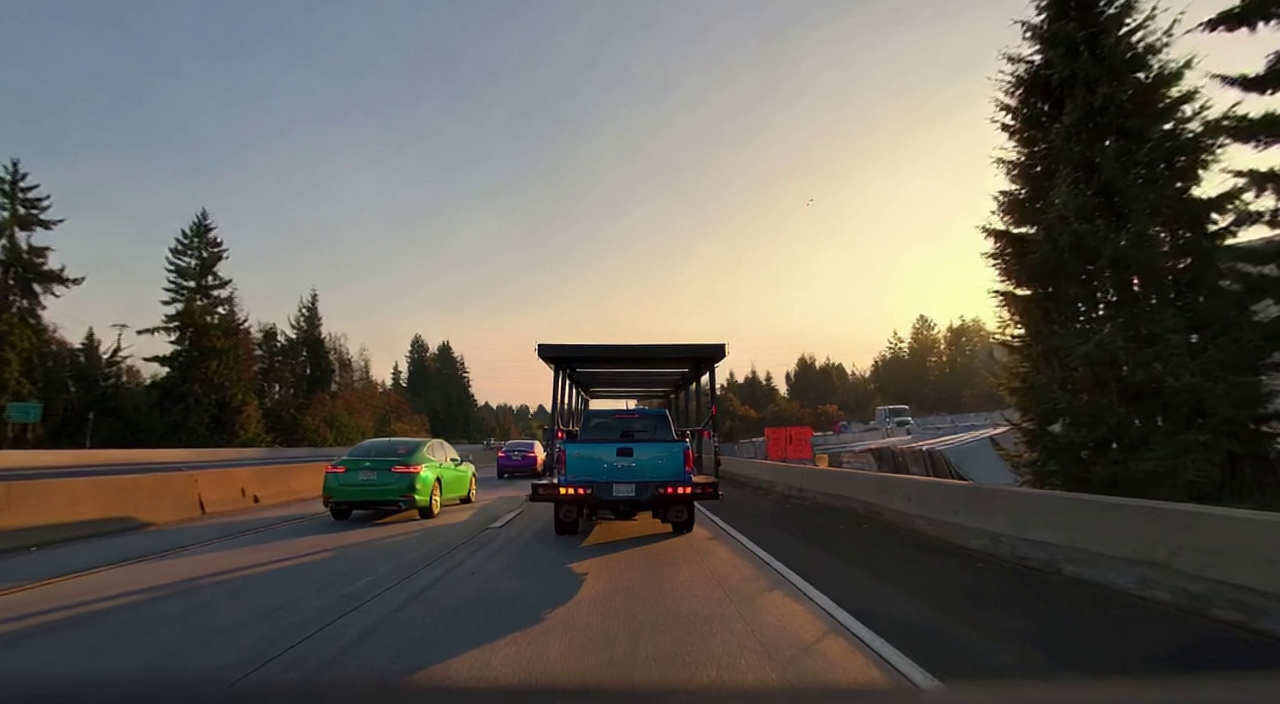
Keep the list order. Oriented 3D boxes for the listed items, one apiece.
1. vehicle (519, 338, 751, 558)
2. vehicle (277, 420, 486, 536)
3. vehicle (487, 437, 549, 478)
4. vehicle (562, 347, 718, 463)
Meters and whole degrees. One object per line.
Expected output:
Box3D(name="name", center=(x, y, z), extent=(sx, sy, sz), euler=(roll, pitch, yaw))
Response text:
Box3D(name="vehicle", center=(-0.320, 1.895, 12.768), extent=(2.735, 2.597, 10.435), euler=(0, -9, -3))
Box3D(name="vehicle", center=(-4.340, 2.183, 11.578), extent=(2.057, 1.665, 4.572), euler=(0, -9, -3))
Box3D(name="vehicle", center=(-5.297, 4.639, 27.967), extent=(2.124, 1.651, 4.096), euler=(0, -9, -3))
Box3D(name="vehicle", center=(-0.141, 1.080, 11.134), extent=(2.156, 1.604, 4.680), euler=(1, -9, -4))
